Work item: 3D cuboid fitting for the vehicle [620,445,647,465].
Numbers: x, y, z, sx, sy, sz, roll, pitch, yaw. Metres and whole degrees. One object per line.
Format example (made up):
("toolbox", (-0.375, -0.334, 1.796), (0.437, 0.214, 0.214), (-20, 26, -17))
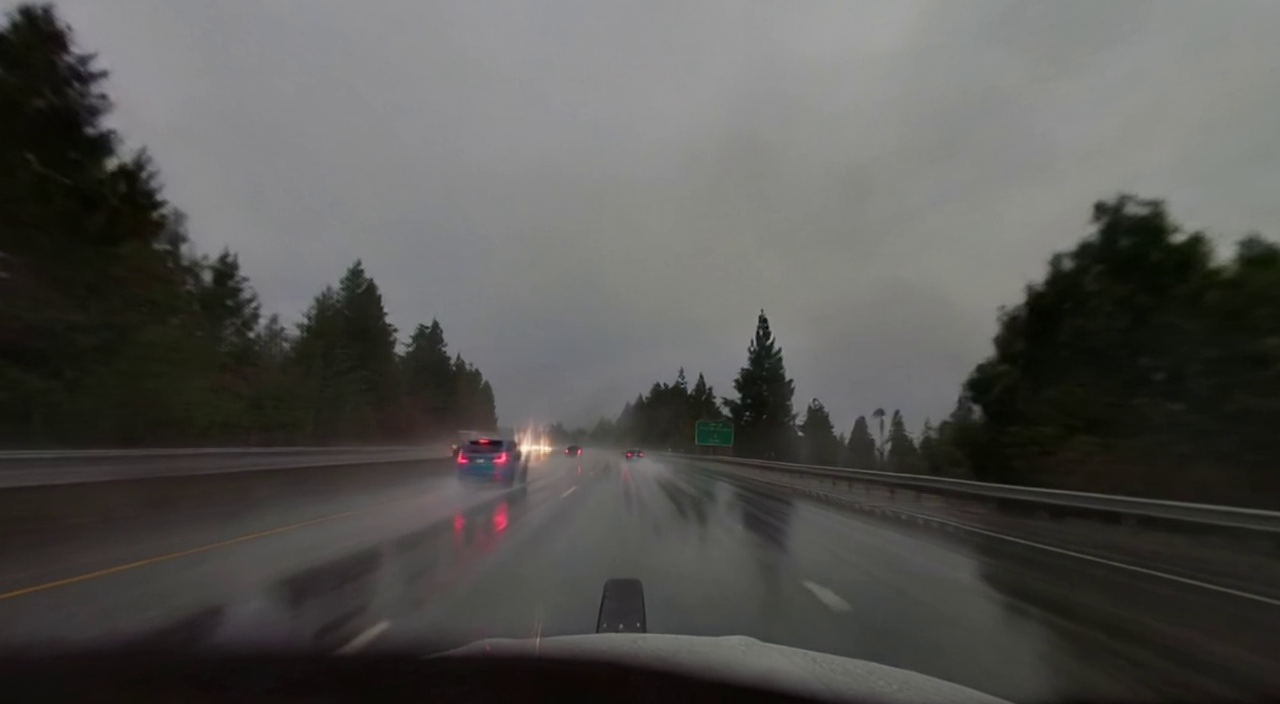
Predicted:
("vehicle", (-0.549, 8.090, 49.584), (2.008, 1.499, 3.192), (0, -9, -3))

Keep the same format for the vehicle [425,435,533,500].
("vehicle", (-4.537, 3.305, 18.480), (2.088, 1.675, 4.108), (0, -9, -1))
